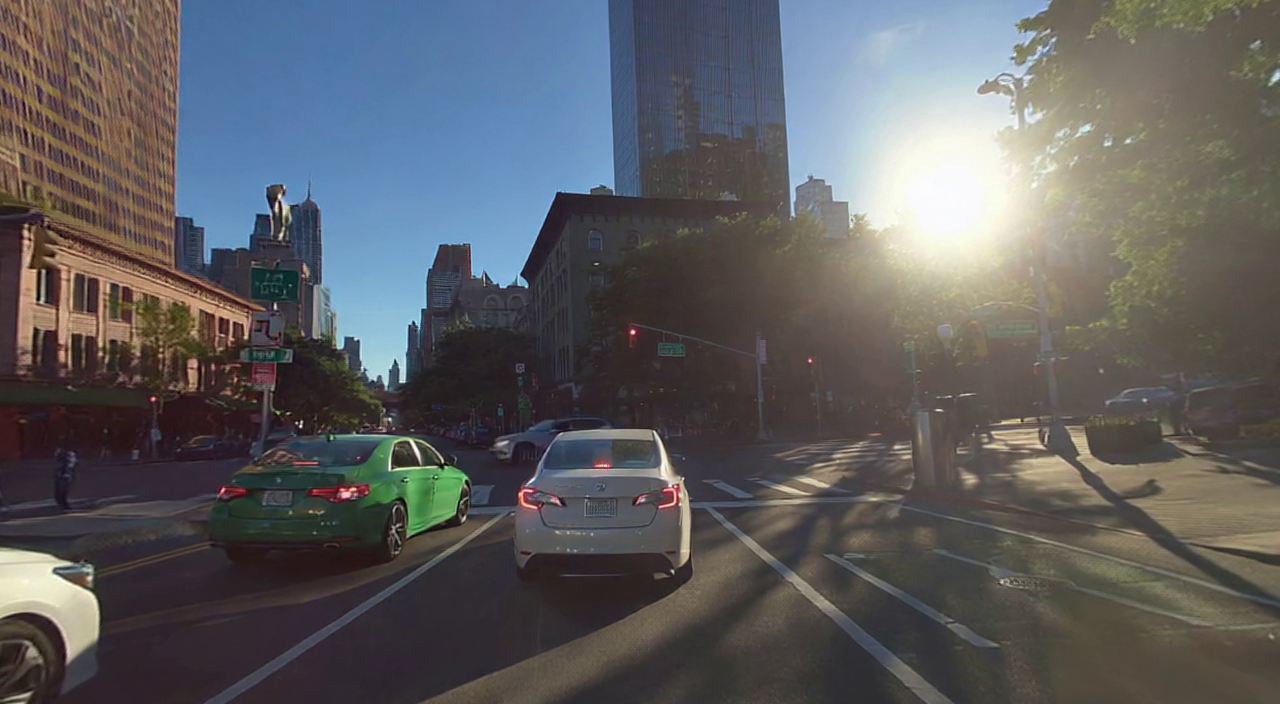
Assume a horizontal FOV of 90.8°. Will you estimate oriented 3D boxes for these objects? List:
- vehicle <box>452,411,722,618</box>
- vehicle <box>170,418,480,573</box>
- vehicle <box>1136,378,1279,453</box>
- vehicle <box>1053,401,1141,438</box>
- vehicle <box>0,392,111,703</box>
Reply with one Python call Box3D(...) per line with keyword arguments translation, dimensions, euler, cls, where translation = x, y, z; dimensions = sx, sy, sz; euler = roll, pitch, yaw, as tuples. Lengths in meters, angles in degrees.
Box3D(translation=(-0.410, 1.501, 6.731), dimensions=(1.999, 1.520, 3.896), euler=(0, -8, 0), cls="vehicle")
Box3D(translation=(-3.682, 1.749, 8.485), dimensions=(1.934, 1.522, 4.287), euler=(0, -8, 0), cls="vehicle")
Box3D(translation=(21.628, 2.354, 22.871), dimensions=(5.863, 2.493, 2.354), euler=(2, -9, -12), cls="vehicle")
Box3D(translation=(22.472, 3.369, 31.002), dimensions=(4.392, 1.667, 1.958), euler=(5, -10, -34), cls="vehicle")
Box3D(translation=(-3.917, 0.705, 1.179), dimensions=(1.995, 1.524, 4.438), euler=(0, -8, 0), cls="vehicle")
